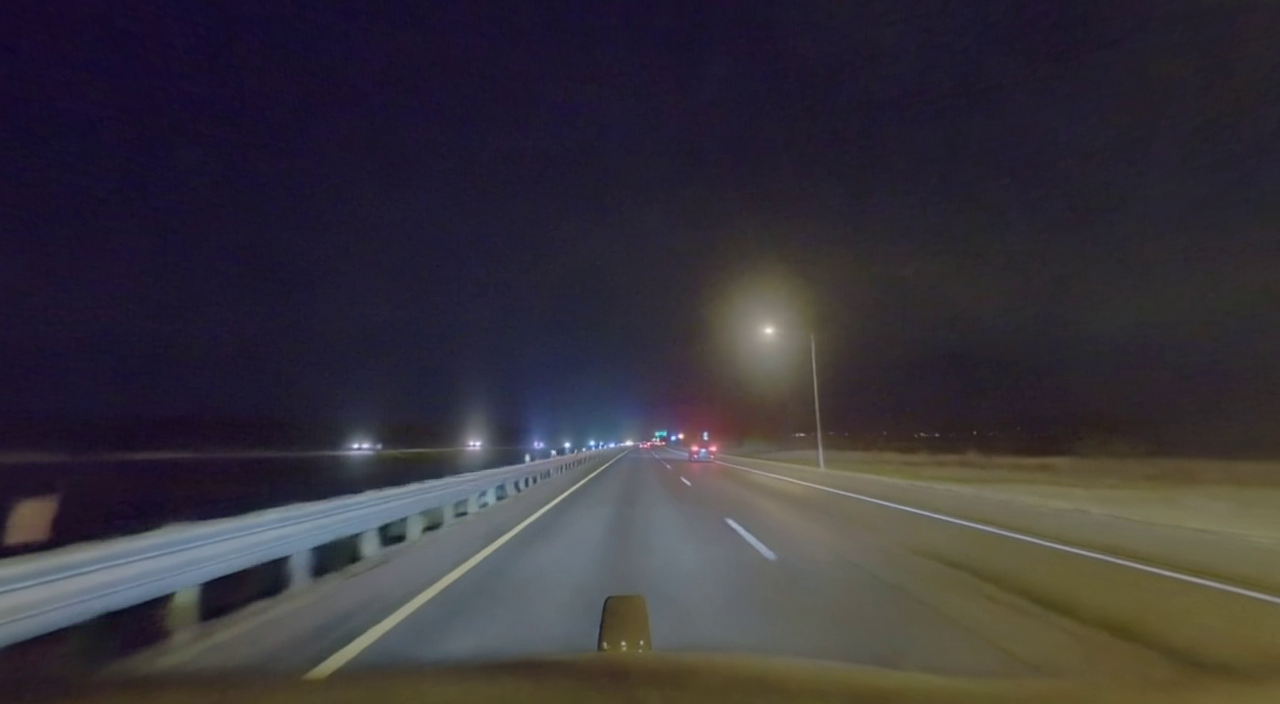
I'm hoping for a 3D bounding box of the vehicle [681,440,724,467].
[{"bbox_3d":[3.698,6.080,37.773,2.044,1.527,4.658,0,-8,-1],"label":"vehicle"}]
